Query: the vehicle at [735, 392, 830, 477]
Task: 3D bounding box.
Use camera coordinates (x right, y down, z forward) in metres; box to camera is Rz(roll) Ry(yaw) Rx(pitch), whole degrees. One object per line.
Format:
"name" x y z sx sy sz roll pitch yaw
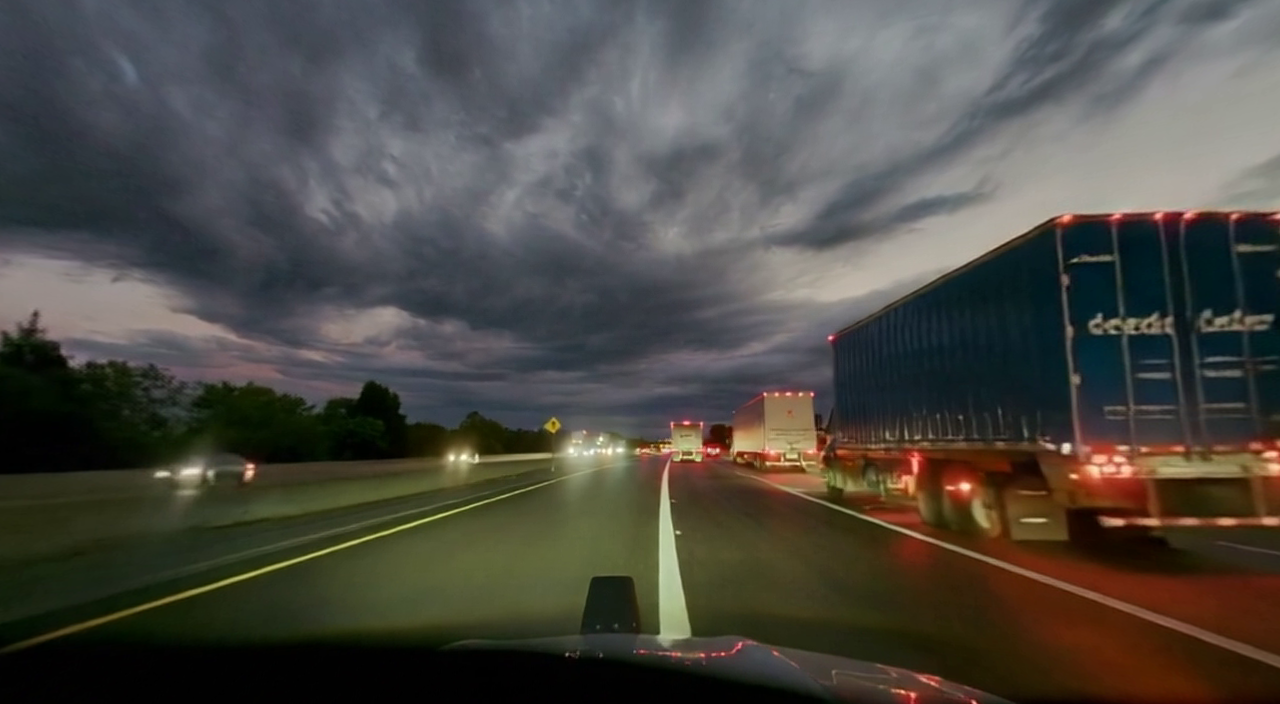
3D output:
"vehicle" 7.873 4.854 37.083 2.843 4.053 13.777 0 -8 2

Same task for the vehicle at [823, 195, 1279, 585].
"vehicle" 6.119 0.970 11.197 2.920 3.860 10.035 0 -8 1

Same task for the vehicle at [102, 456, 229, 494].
"vehicle" -21.748 5.624 29.108 2.271 1.456 4.482 -1 -8 3
